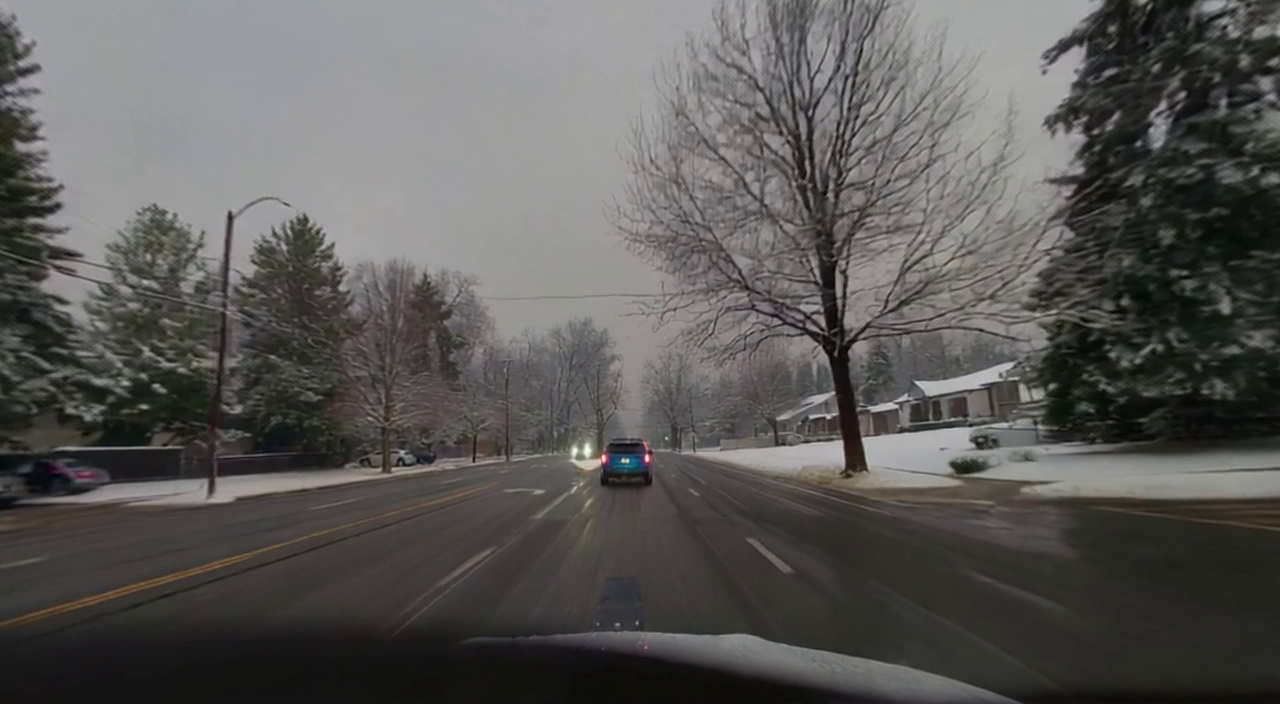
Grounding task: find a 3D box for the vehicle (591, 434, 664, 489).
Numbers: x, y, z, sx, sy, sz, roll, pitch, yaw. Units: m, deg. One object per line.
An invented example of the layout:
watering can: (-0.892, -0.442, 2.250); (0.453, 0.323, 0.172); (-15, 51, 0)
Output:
vehicle: (-0.397, 3.575, 20.939); (2.181, 1.639, 4.127); (0, -8, 0)
